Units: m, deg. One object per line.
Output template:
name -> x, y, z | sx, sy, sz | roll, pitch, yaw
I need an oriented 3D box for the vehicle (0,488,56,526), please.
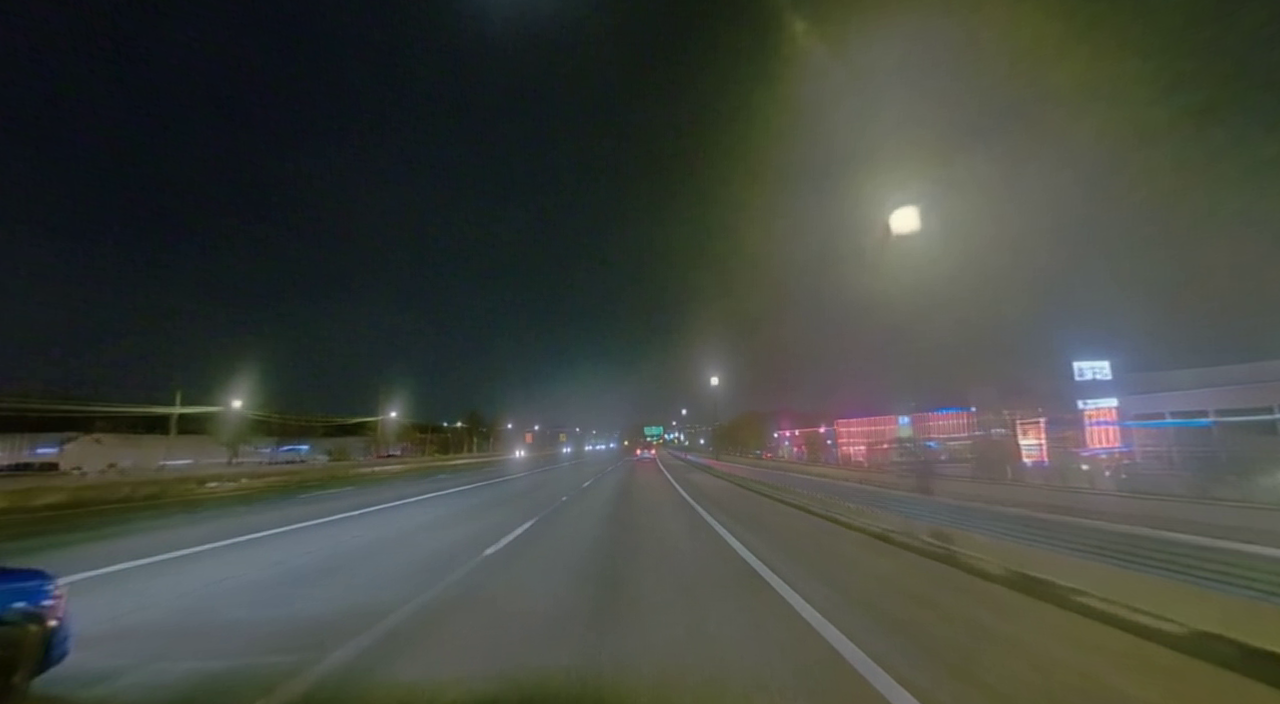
vehicle -> -30.002, 7.349, 29.966 | 1.803, 1.413, 4.306 | 4, -10, -24

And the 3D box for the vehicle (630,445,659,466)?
vehicle -> 0.325, 7.621, 46.474 | 2.014, 1.507, 3.960 | 0, -9, 0
